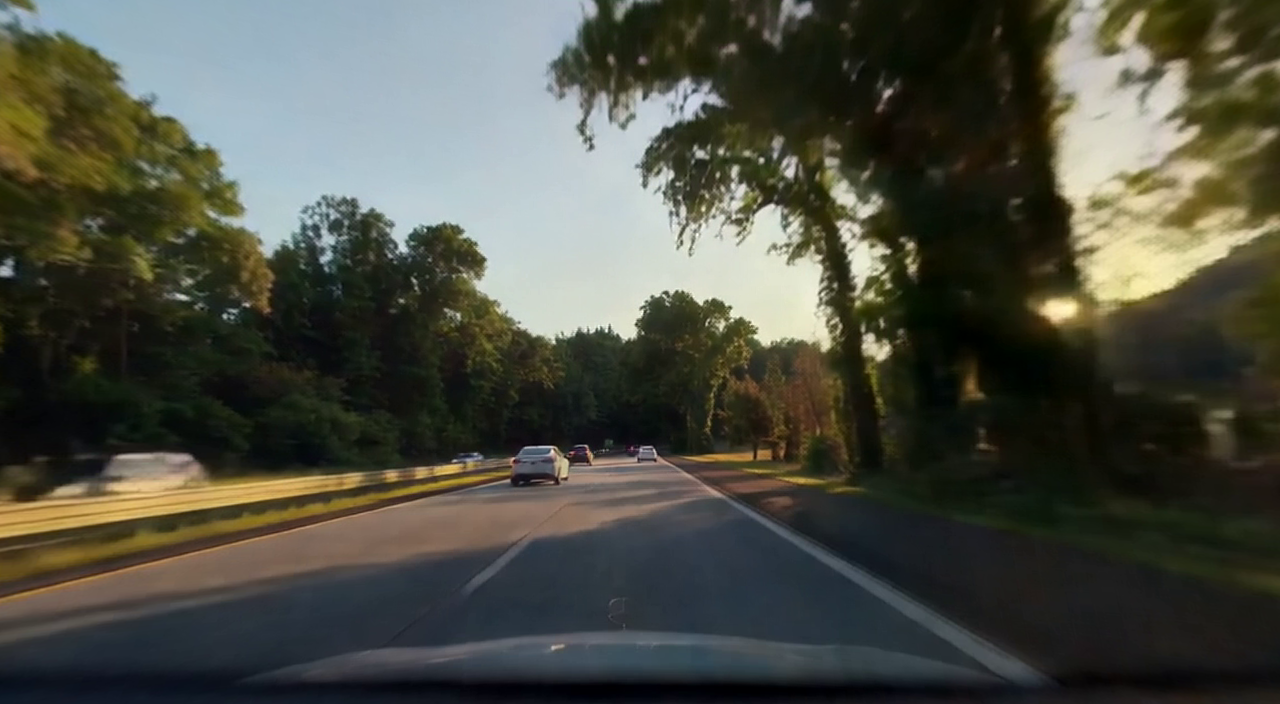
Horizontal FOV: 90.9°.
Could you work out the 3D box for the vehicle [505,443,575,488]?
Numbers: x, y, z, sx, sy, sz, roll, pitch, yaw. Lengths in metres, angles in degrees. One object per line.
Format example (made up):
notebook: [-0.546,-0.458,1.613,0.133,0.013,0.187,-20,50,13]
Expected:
vehicle: [-3.687,4.250,23.861,1.978,1.538,3.755,0,-9,1]

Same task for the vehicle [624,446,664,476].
vehicle: [0.180,5.789,33.561,2.001,1.490,3.914,0,-9,0]

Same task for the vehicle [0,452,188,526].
vehicle: [-12.440,2.982,14.202,1.733,1.407,3.713,0,-9,0]

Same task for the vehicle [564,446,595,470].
vehicle: [-4.262,7.496,44.734,1.834,1.615,3.624,0,-9,1]
